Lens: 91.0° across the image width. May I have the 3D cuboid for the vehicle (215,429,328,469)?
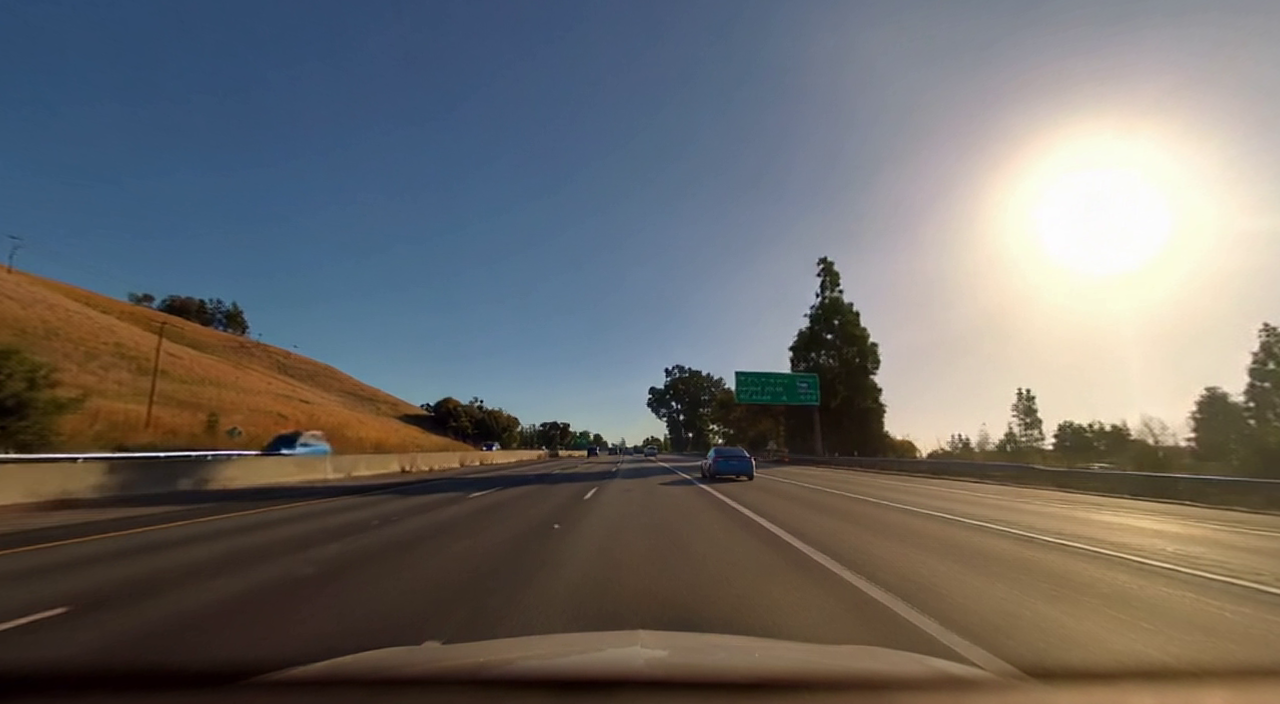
[{"bbox_3d":[-18.502,4.934,32.073,2.336,1.832,5.644,0,-9,0],"label":"vehicle"}]

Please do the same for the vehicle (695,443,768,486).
[{"bbox_3d":[3.438,4.322,24.504,2.033,1.501,4.398,0,-9,-2],"label":"vehicle"}]
